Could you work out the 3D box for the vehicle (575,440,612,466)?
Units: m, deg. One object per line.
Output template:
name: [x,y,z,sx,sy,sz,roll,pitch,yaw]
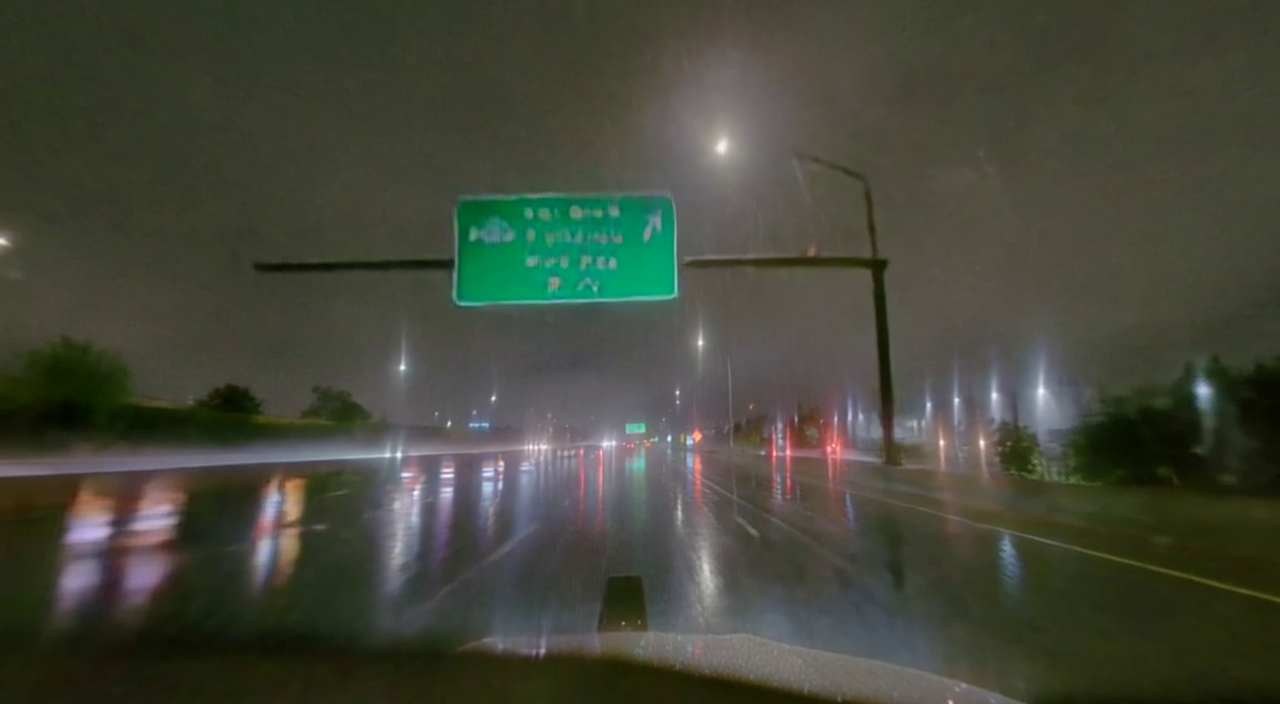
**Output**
vehicle: [-2.963,6.561,40.957,2.078,1.629,4.059,0,-8,1]
